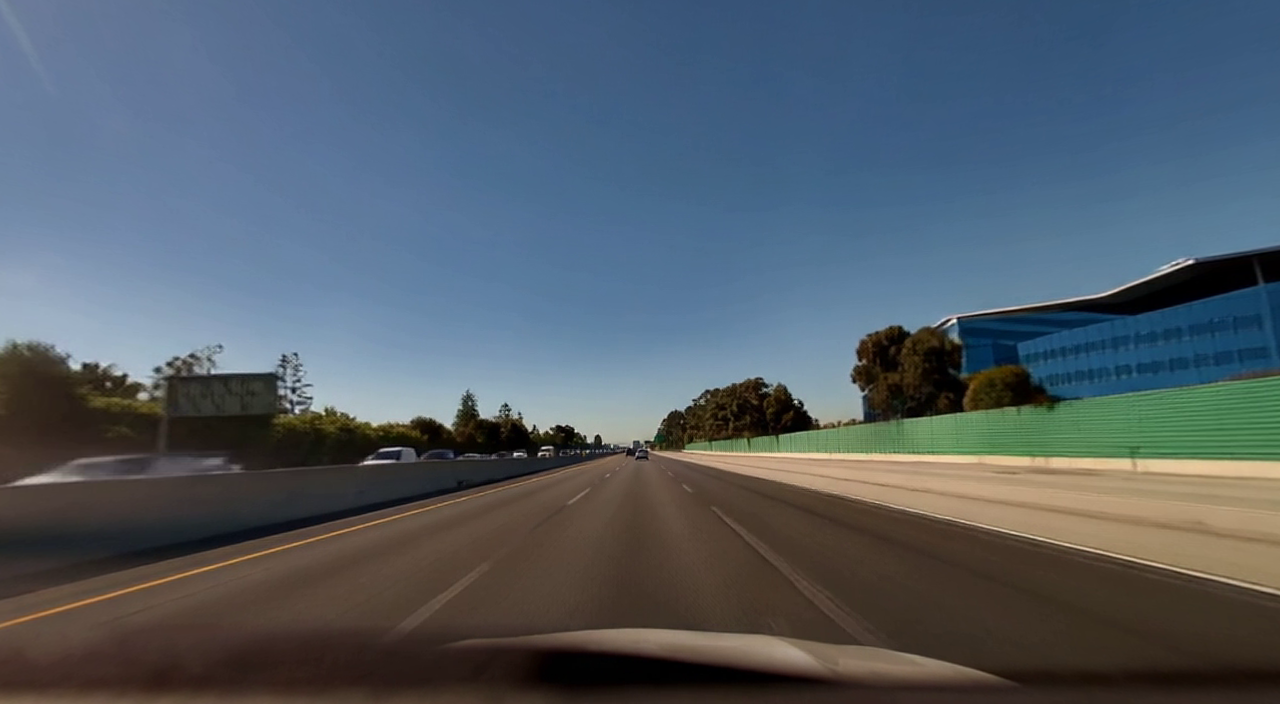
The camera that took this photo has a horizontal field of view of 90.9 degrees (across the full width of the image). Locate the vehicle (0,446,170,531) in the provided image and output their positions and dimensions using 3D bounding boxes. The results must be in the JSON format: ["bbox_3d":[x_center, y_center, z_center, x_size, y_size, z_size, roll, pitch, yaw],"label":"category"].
[{"bbox_3d":[-11.875,2.640,12.663,1.796,1.442,3.938,0,-9,0],"label":"vehicle"}]

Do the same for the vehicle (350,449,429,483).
[{"bbox_3d":[-12.045,5.485,30.636,1.986,1.494,4.310,0,-9,1],"label":"vehicle"}]

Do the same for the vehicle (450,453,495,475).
[{"bbox_3d":[-12.247,8.193,46.260,1.971,1.437,4.488,0,-9,1],"label":"vehicle"}]

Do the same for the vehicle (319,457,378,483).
[{"bbox_3d":[-19.556,7.887,42.507,1.911,1.582,4.406,0,-9,-1],"label":"vehicle"}]

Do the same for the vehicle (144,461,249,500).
[{"bbox_3d":[-19.907,5.761,28.529,1.819,1.524,3.973,0,-9,0],"label":"vehicle"}]
